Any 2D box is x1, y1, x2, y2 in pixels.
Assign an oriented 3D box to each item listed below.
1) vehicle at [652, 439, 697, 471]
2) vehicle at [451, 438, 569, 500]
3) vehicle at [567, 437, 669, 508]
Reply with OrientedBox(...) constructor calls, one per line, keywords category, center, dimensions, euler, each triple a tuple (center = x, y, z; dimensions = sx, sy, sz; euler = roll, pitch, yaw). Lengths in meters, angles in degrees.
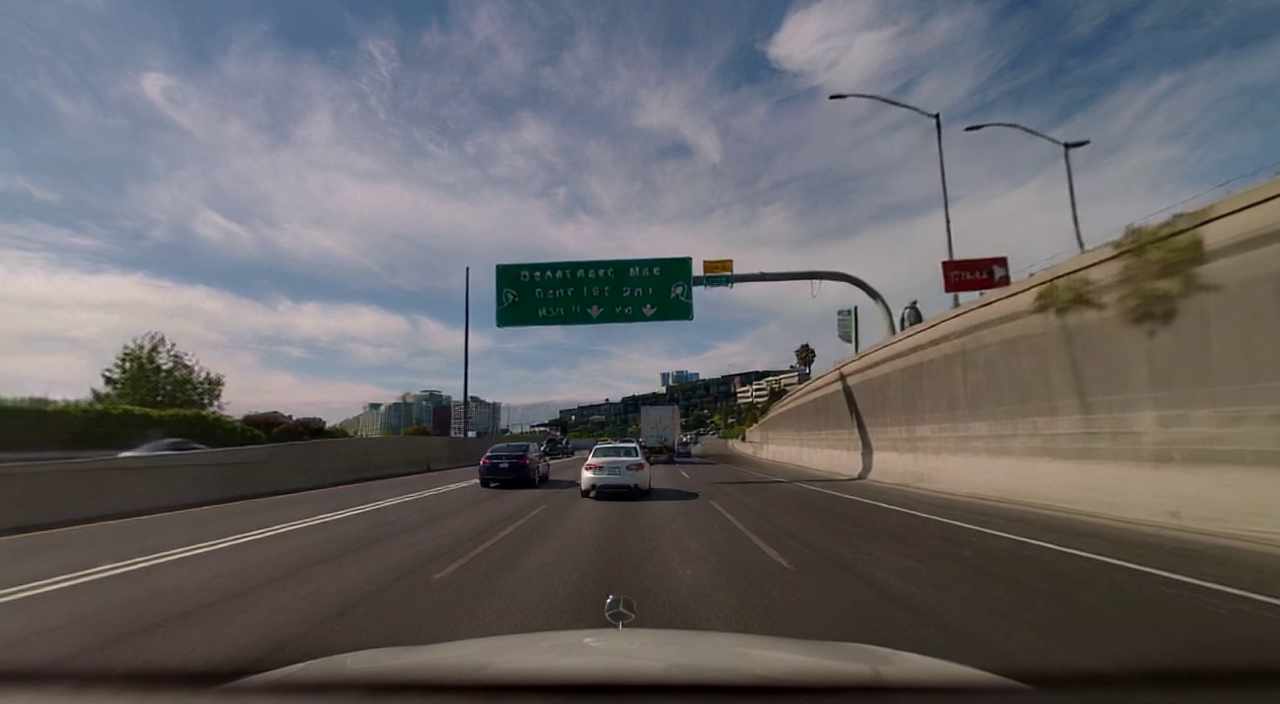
OrientedBox(category="vehicle", center=(1.883, 5.833, 36.024), dimensions=(2.166, 1.666, 4.618), euler=(0, -9, -2))
OrientedBox(category="vehicle", center=(-3.465, 3.254, 17.997), dimensions=(2.130, 1.474, 5.027), euler=(-1, -9, 2))
OrientedBox(category="vehicle", center=(-0.408, 2.842, 15.350), dimensions=(2.136, 1.470, 3.971), euler=(-1, -9, 2))
